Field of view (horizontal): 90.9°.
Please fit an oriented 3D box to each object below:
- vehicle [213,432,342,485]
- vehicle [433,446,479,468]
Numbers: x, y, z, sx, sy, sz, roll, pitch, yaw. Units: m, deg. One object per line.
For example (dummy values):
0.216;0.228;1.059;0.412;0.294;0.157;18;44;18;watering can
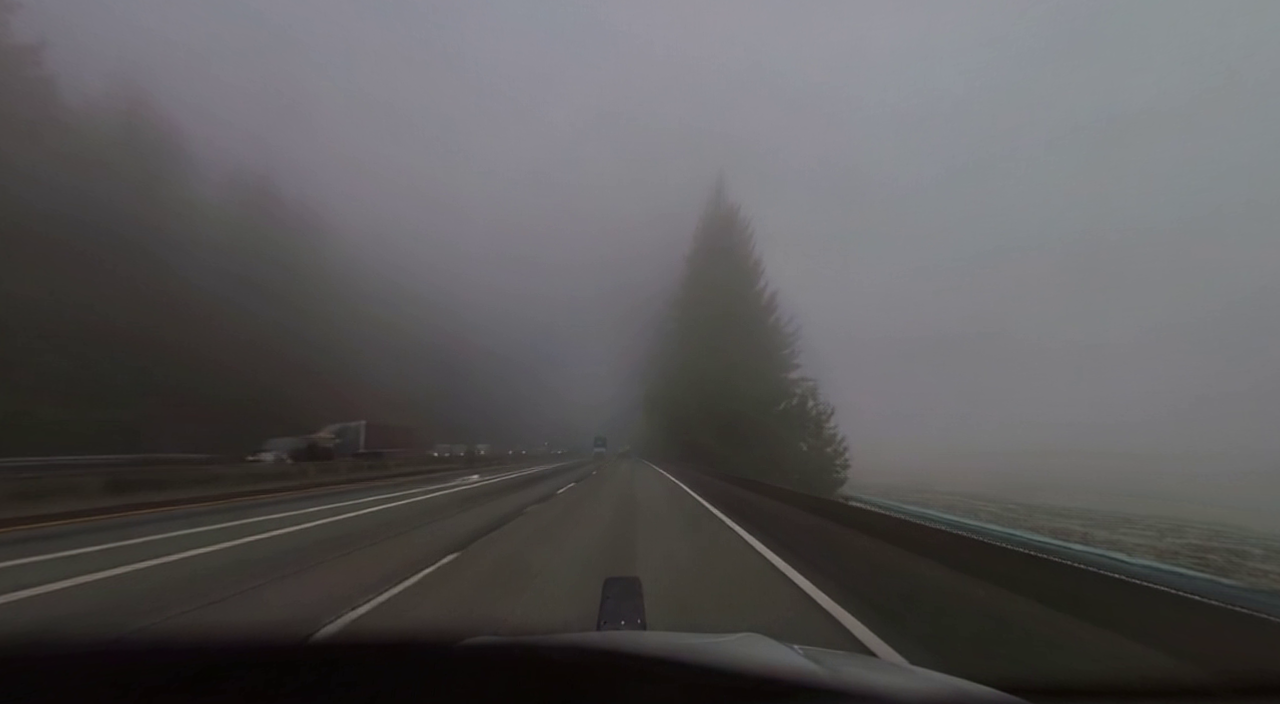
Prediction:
-13.556;4.029;23.989;2.107;1.790;4.620;0;-9;0;vehicle
-13.484;7.721;46.466;2.027;1.519;4.733;0;-9;0;vehicle
